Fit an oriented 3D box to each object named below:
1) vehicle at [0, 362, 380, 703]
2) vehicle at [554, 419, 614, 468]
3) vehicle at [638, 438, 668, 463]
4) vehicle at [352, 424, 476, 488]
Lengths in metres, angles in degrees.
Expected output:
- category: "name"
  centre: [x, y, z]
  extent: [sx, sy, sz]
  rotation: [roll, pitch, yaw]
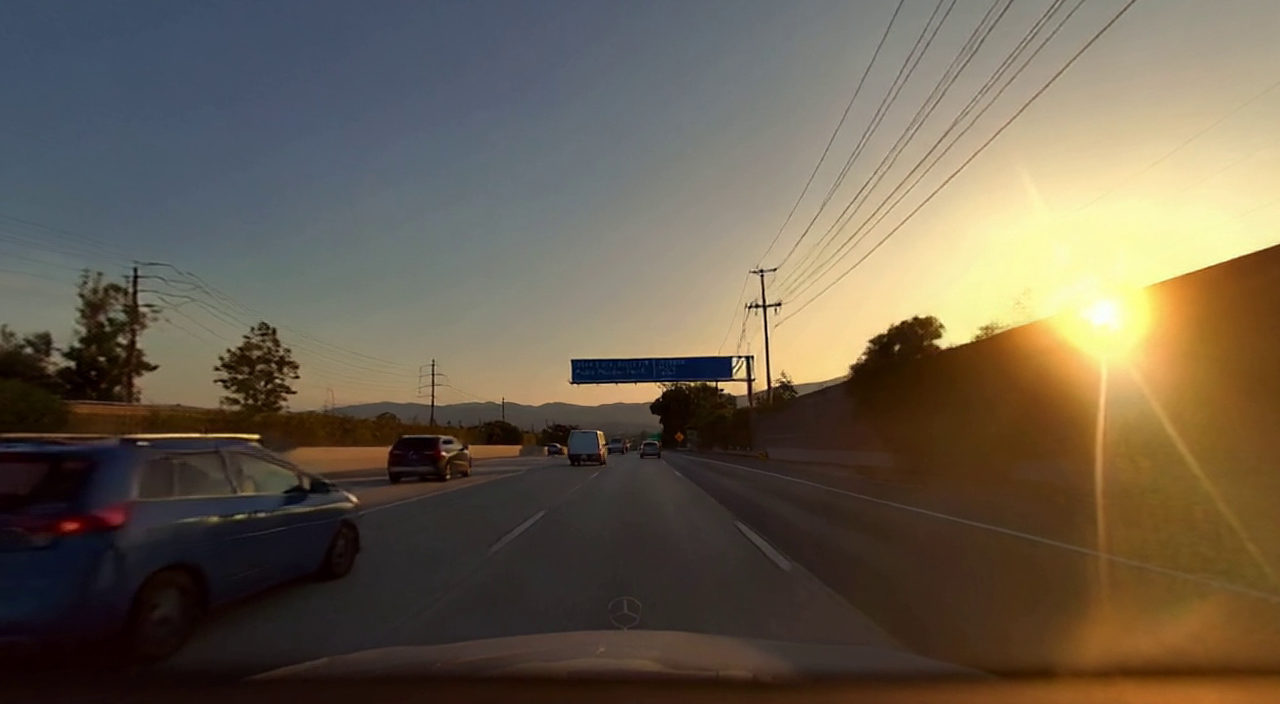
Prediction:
- category: "vehicle"
  centre: [-3.889, 1.193, 4.802]
  extent: [1.976, 1.688, 4.124]
  rotation: [0, -9, 1]
- category: "vehicle"
  centre: [-3.529, 6.152, 42.135]
  extent: [2.915, 2.885, 9.394]
  rotation: [0, -9, 1]
- category: "vehicle"
  centre: [1.000, 7.028, 44.931]
  extent: [2.038, 1.677, 4.219]
  rotation: [0, -9, 2]
- category: "vehicle"
  centre: [-7.427, 3.509, 21.467]
  extent: [2.192, 1.893, 5.330]
  rotation: [0, -9, 0]
